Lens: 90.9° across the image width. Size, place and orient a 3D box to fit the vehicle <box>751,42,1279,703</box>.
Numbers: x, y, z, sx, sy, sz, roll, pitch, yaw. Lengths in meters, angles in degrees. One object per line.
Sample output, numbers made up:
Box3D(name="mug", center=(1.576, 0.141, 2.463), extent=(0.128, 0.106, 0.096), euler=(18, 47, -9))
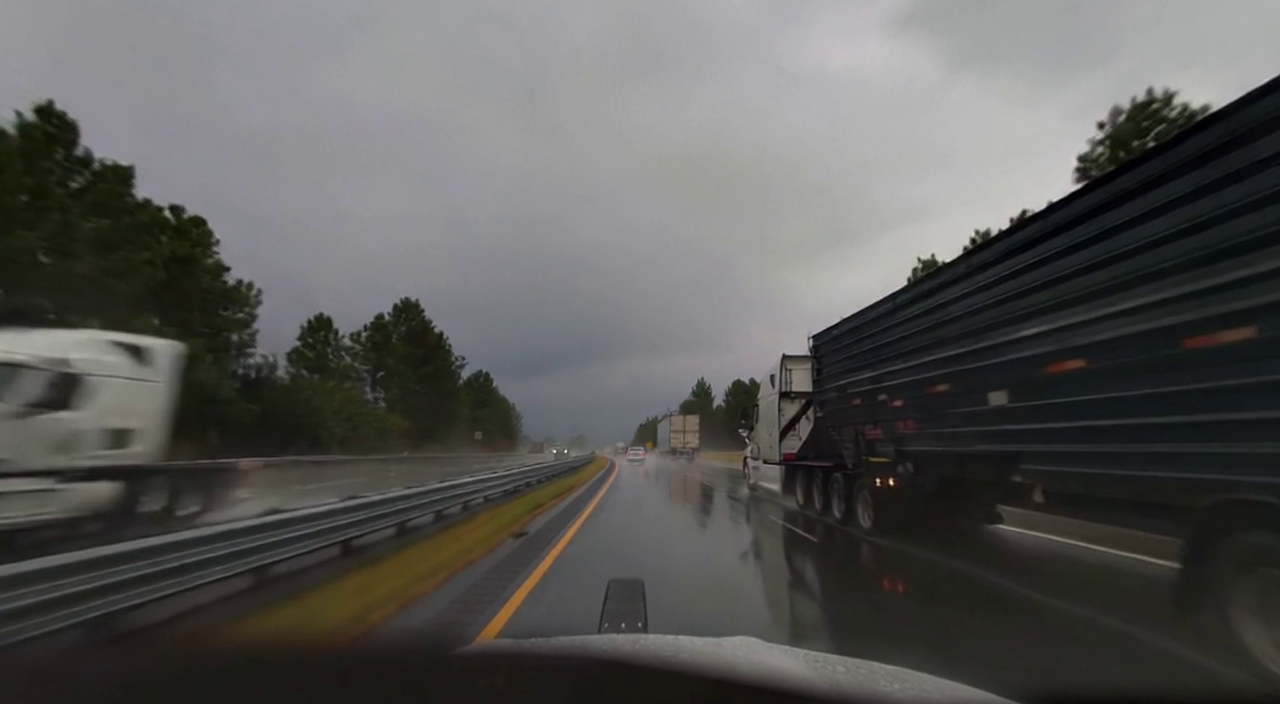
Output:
Box3D(name="vehicle", center=(4.533, 1.106, 8.957), extent=(2.867, 3.571, 14.305), euler=(0, -9, -2))

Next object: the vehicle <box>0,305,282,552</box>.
Box3D(name="vehicle", center=(-8.862, 1.242, 9.556), extent=(2.632, 2.884, 7.040), euler=(0, -9, 0))

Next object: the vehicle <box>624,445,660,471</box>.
Box3D(name="vehicle", center=(0.050, 6.481, 38.742), extent=(2.051, 1.513, 4.511), euler=(0, -9, -1))
